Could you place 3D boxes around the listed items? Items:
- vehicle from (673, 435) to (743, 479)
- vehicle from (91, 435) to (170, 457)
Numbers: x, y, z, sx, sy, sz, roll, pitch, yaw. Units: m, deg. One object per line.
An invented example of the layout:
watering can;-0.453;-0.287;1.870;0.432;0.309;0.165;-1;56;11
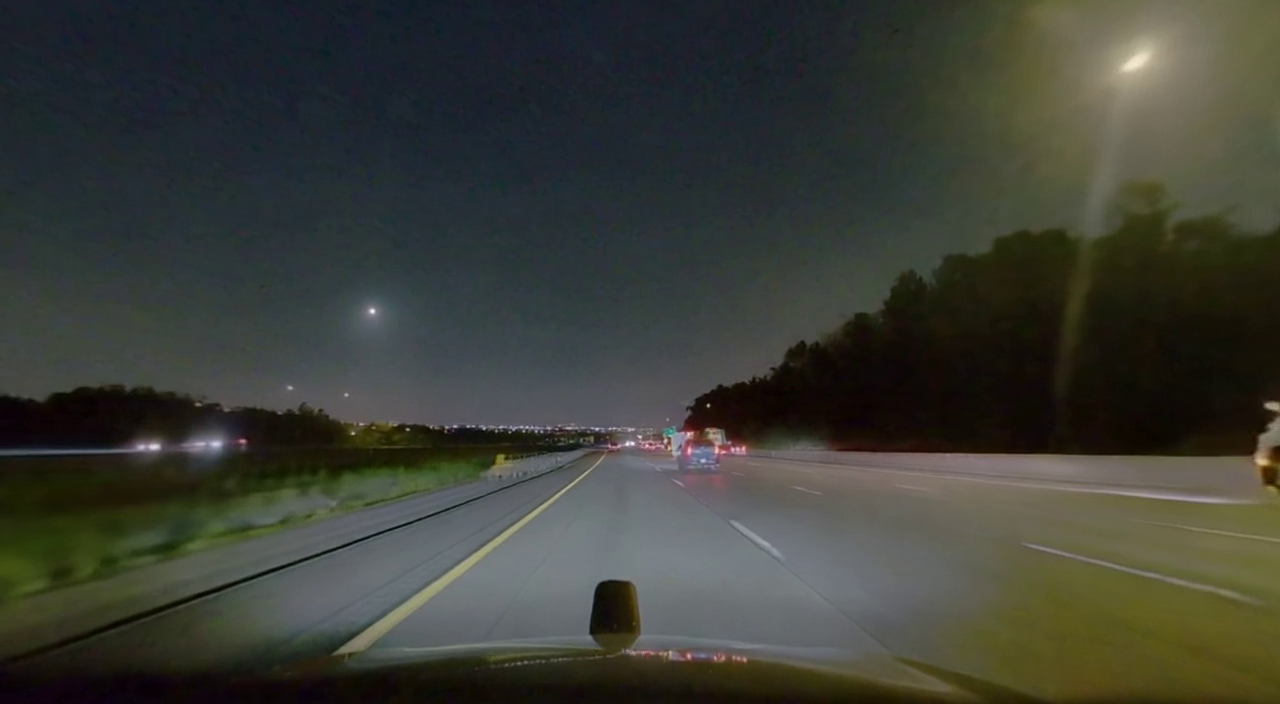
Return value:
vehicle;2.826;4.510;27.330;2.305;1.729;4.526;0;-8;-3
vehicle;-39.706;7.359;49.383;1.961;1.569;5.189;0;-8;-2
